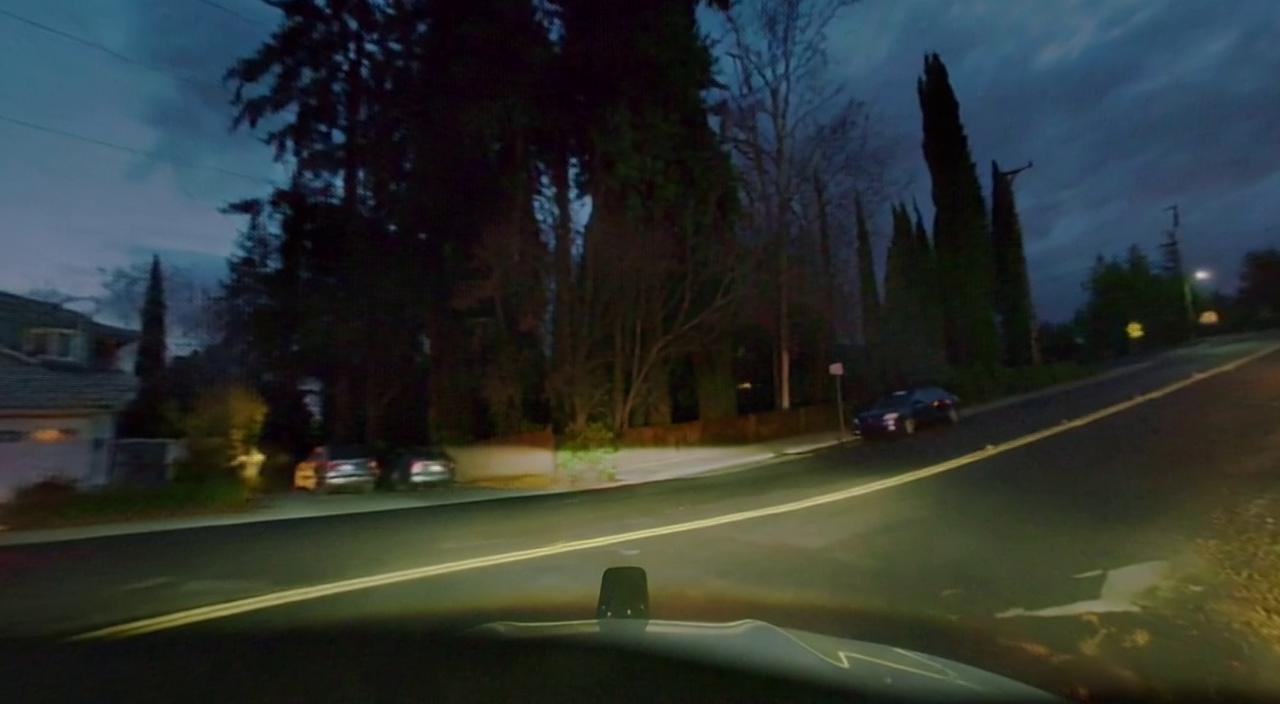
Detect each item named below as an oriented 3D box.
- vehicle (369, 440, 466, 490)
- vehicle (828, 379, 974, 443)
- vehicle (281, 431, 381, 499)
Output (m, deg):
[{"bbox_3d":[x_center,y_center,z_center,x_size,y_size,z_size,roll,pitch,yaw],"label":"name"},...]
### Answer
[{"bbox_3d":[-8.975,4.447,25.179,2.216,1.728,5.118,6,-11,-35],"label":"vehicle"},{"bbox_3d":[9.242,2.030,22.127,5.289,1.595,2.032,-2,-8,-36],"label":"vehicle"},{"bbox_3d":[-11.761,4.185,23.761,2.413,1.838,4.977,11,-7,-34],"label":"vehicle"}]
